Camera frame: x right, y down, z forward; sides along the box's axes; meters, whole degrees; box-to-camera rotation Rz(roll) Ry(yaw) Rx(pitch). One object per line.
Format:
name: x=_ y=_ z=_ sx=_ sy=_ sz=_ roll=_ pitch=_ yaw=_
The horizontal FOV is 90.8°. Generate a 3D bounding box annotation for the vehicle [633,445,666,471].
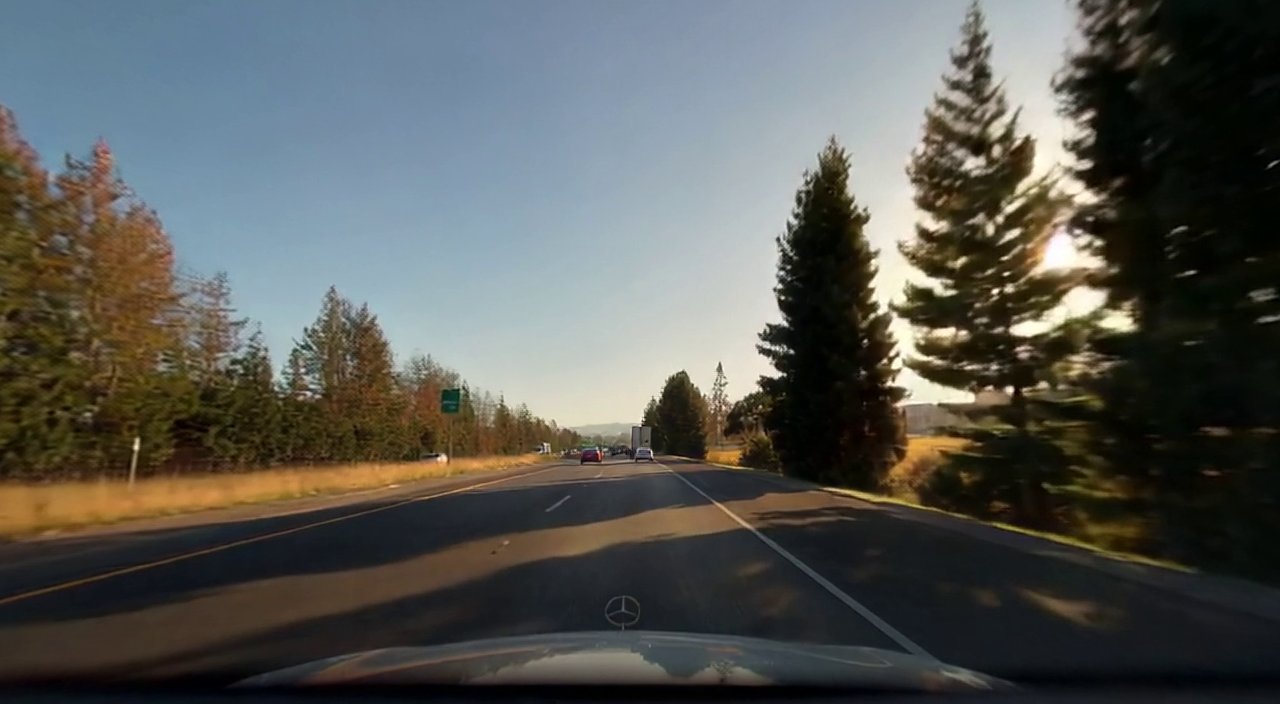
vehicle: x=0.570 y=6.903 z=41.307 sx=1.992 sy=1.593 sz=3.937 roll=0 pitch=-9 yaw=-1
